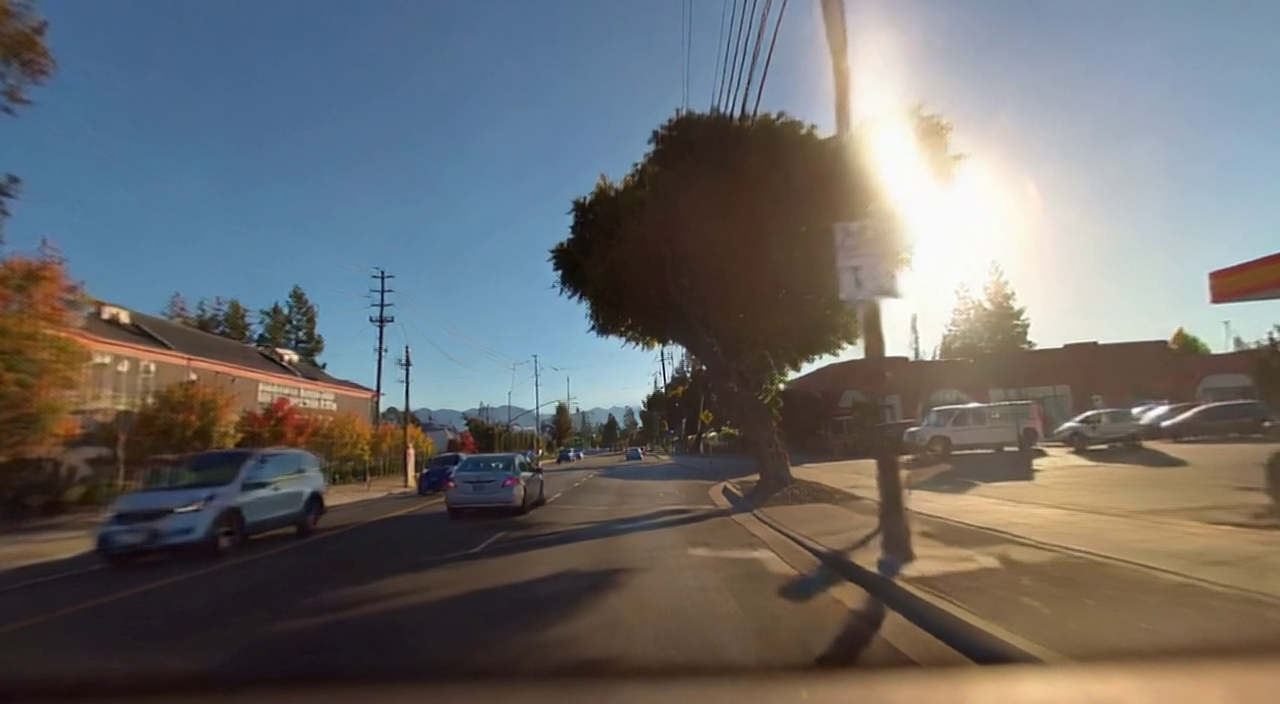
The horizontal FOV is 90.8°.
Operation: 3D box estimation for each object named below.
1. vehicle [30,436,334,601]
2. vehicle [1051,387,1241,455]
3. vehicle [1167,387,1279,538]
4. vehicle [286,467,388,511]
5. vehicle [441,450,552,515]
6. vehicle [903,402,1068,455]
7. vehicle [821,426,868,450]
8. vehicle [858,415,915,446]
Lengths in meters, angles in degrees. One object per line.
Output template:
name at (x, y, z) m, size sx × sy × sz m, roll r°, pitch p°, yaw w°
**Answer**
vehicle at (-6.853, 2.399, 10.151) m, size 1.855 × 1.721 × 4.329 m, roll -9°, pitch -7°, yaw -6°
vehicle at (19.758, 2.805, 25.023) m, size 4.982 × 2.516 × 2.697 m, roll -2°, pitch -9°, yaw 11°
vehicle at (7.909, 1.197, 7.043) m, size 4.000 × 1.440 × 1.746 m, roll 5°, pitch -10°, yaw -30°
vehicle at (-12.279, 5.553, 25.965) m, size 1.935 × 1.463 × 4.449 m, roll 0°, pitch -9°, yaw 1°
vehicle at (-3.602, 3.342, 16.724) m, size 1.943 × 1.455 × 4.414 m, roll 0°, pitch -9°, yaw -1°
vehicle at (13.927, 3.161, 25.799) m, size 5.266 × 2.021 × 2.329 m, roll -1°, pitch -9°, yaw 4°
vehicle at (14.405, 6.108, 44.646) m, size 1.835 × 1.549 × 4.178 m, roll 0°, pitch -9°, yaw -1°
vehicle at (17.436, 5.631, 44.933) m, size 2.014 × 2.048 × 4.717 m, roll 0°, pitch -9°, yaw -1°
